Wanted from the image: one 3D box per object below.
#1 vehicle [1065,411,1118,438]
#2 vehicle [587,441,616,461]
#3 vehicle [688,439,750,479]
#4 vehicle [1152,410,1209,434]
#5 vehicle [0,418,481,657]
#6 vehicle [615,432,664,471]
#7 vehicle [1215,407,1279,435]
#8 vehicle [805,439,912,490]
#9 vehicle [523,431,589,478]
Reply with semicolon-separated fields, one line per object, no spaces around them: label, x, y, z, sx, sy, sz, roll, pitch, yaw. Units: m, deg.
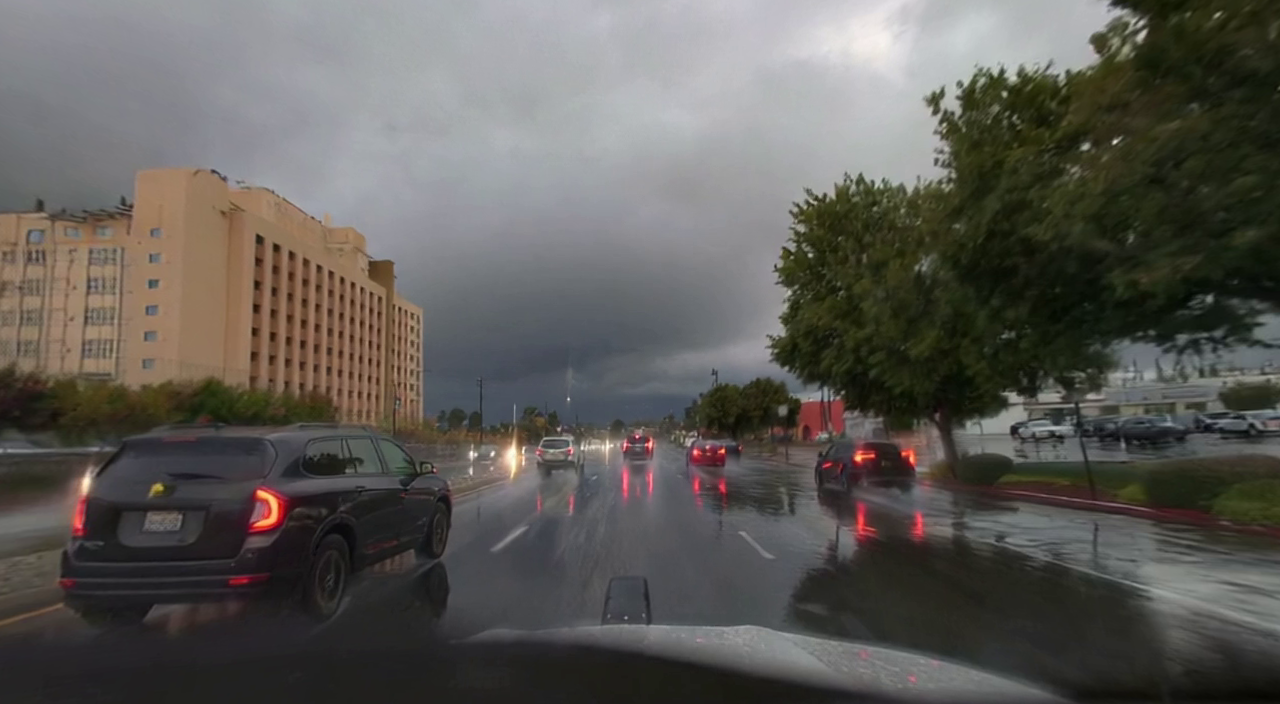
vehicle;31.100;5.072;43.534;1.993;1.708;4.464;-4;-9;23
vehicle;-2.947;7.705;49.108;1.900;1.454;4.086;-1;-9;1
vehicle;3.076;4.259;25.381;1.884;1.458;4.245;0;-8;-1
vehicle;37.131;4.854;43.437;1.854;1.471;4.595;-5;-10;27
vehicle;-3.224;1.508;6.250;2.095;1.486;4.411;-1;-9;1
vehicle;-0.039;5.062;32.097;2.304;1.795;4.526;0;-9;0
vehicle;36.607;4.205;37.782;1.864;1.492;4.145;-4;-9;25
vehicle;6.939;3.606;20.613;1.865;1.458;4.605;0;-9;0
vehicle;-3.431;4.307;26.617;2.117;1.799;4.442;-1;-9;1
